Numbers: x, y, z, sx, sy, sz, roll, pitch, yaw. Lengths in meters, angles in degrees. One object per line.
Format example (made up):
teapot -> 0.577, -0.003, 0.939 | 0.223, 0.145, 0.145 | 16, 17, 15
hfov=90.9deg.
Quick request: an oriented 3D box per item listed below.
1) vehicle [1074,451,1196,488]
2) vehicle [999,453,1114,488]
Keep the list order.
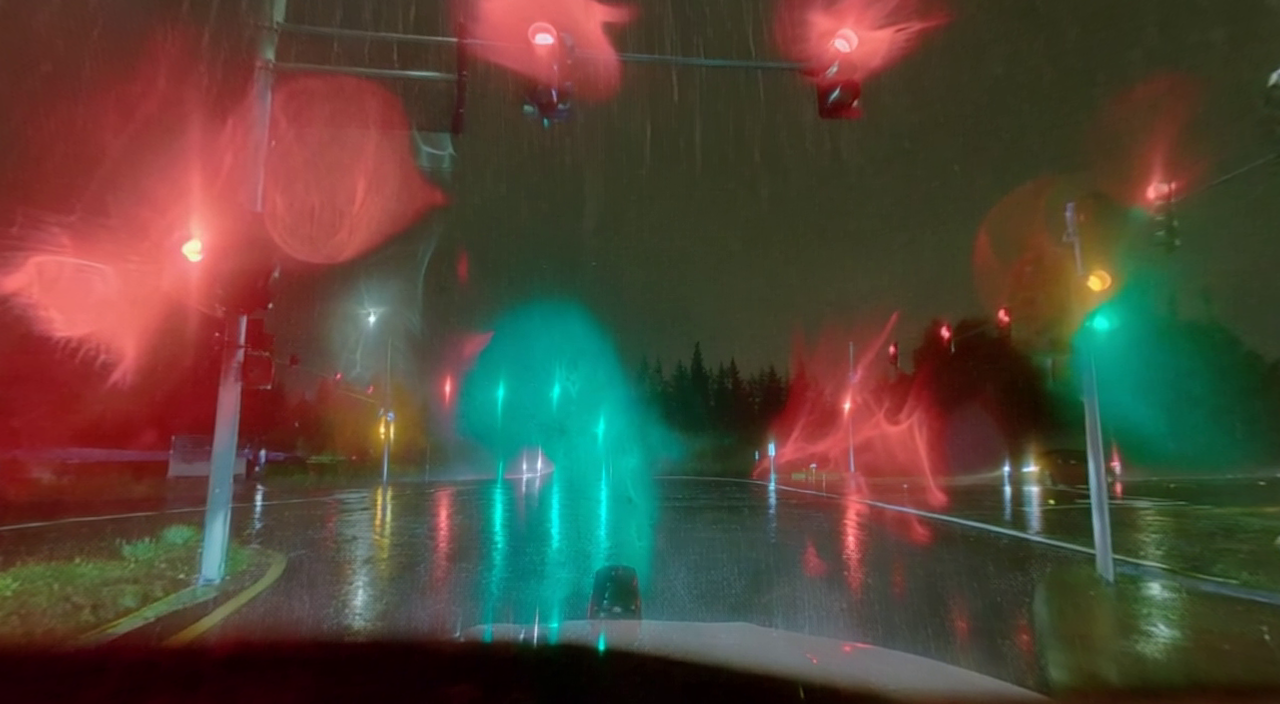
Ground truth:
vehicle -> 22.742, 5.451, 29.057 | 3.998, 1.590, 1.936 | 1, -12, -6
vehicle -> 21.392, 6.115, 32.469 | 4.455, 1.647, 2.124 | 1, -12, -7
